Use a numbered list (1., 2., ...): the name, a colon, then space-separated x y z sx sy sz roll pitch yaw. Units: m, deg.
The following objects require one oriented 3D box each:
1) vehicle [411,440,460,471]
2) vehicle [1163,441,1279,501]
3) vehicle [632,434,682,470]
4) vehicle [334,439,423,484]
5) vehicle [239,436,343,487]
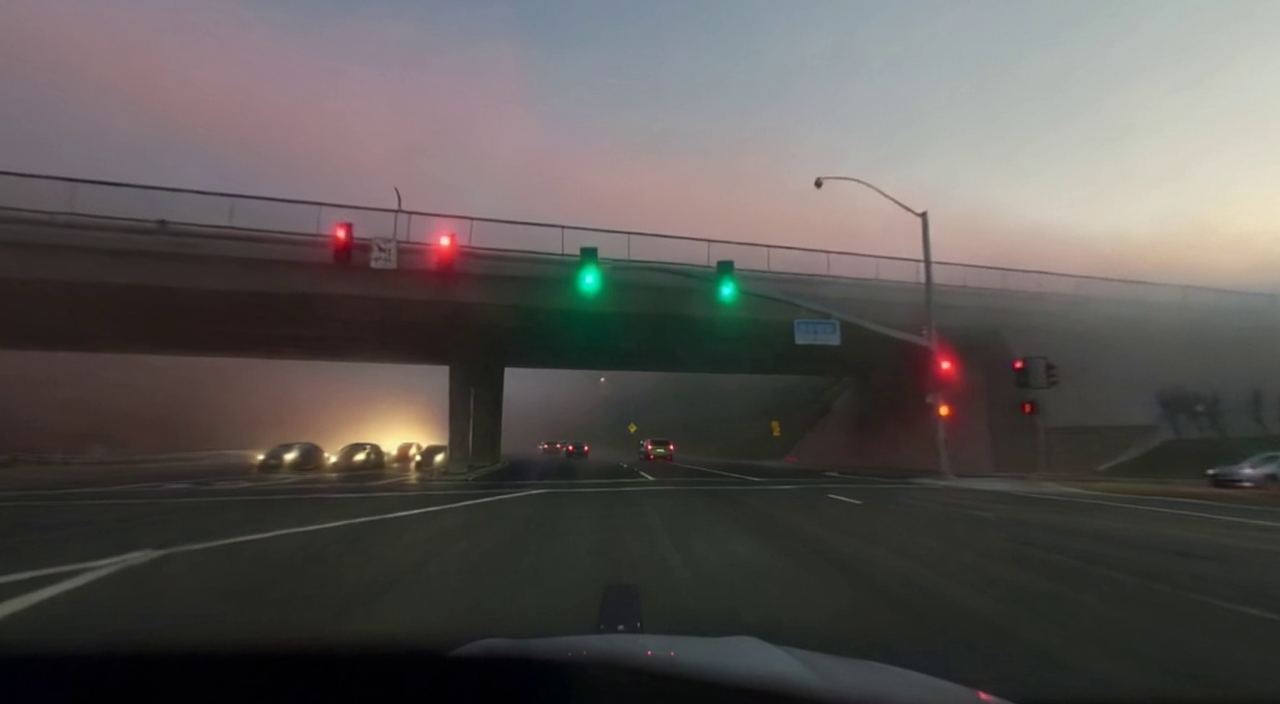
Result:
1. vehicle: -10.994 5.554 34.153 1.722 1.519 3.826 1 -8 -6
2. vehicle: 16.857 3.128 17.021 4.490 1.430 1.996 2 -8 -17
3. vehicle: 0.826 5.140 32.884 2.024 1.724 3.928 1 -8 -7
4. vehicle: -10.332 4.307 25.334 1.961 1.492 4.479 0 -6 -5
5. vehicle: -13.245 4.111 24.341 1.989 1.619 4.612 1 -6 -9
